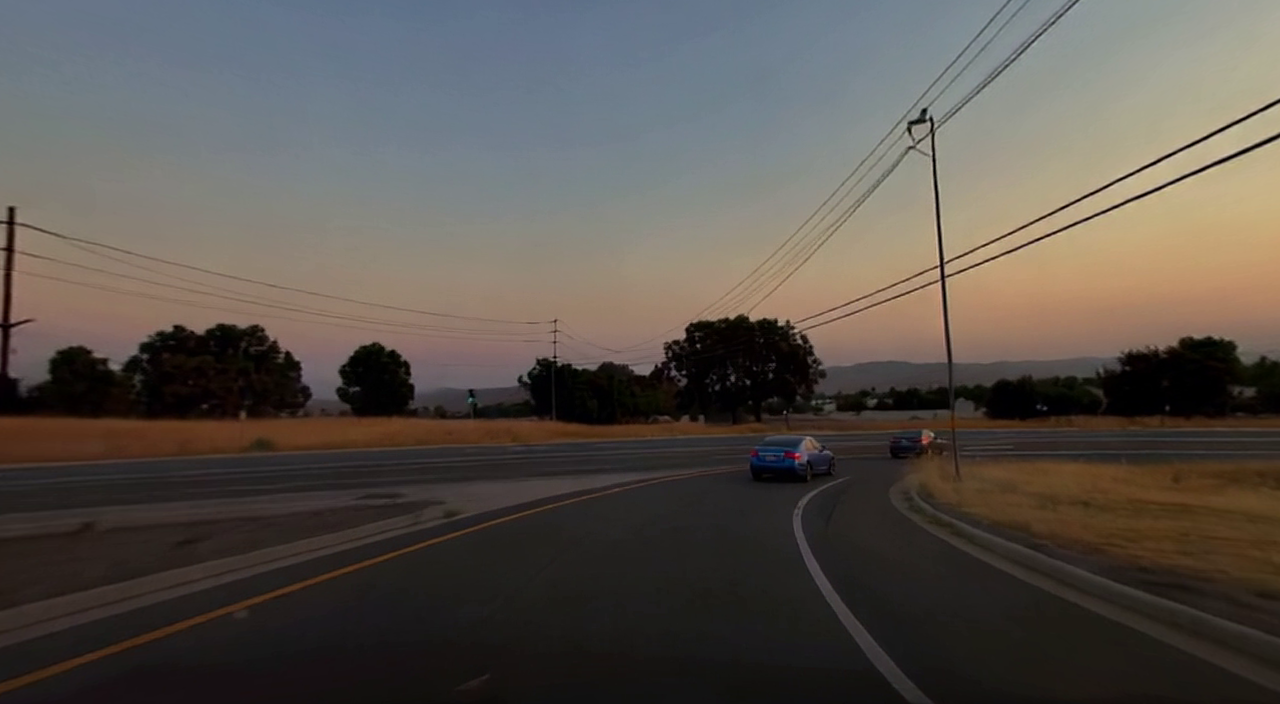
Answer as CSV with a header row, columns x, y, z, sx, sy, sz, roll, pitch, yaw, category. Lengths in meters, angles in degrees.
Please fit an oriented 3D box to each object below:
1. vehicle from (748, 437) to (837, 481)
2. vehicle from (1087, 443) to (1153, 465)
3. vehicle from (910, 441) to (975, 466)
x,y,z,sx,sy,sz,roll,pitch,yaw,category
5.620,3.815,22.821,2.026,1.407,4.374,-5,-10,28,vehicle
36.081,7.672,47.434,4.102,1.552,1.931,3,-9,-20,vehicle
18.628,6.224,38.764,4.307,1.465,1.836,7,-11,-39,vehicle
